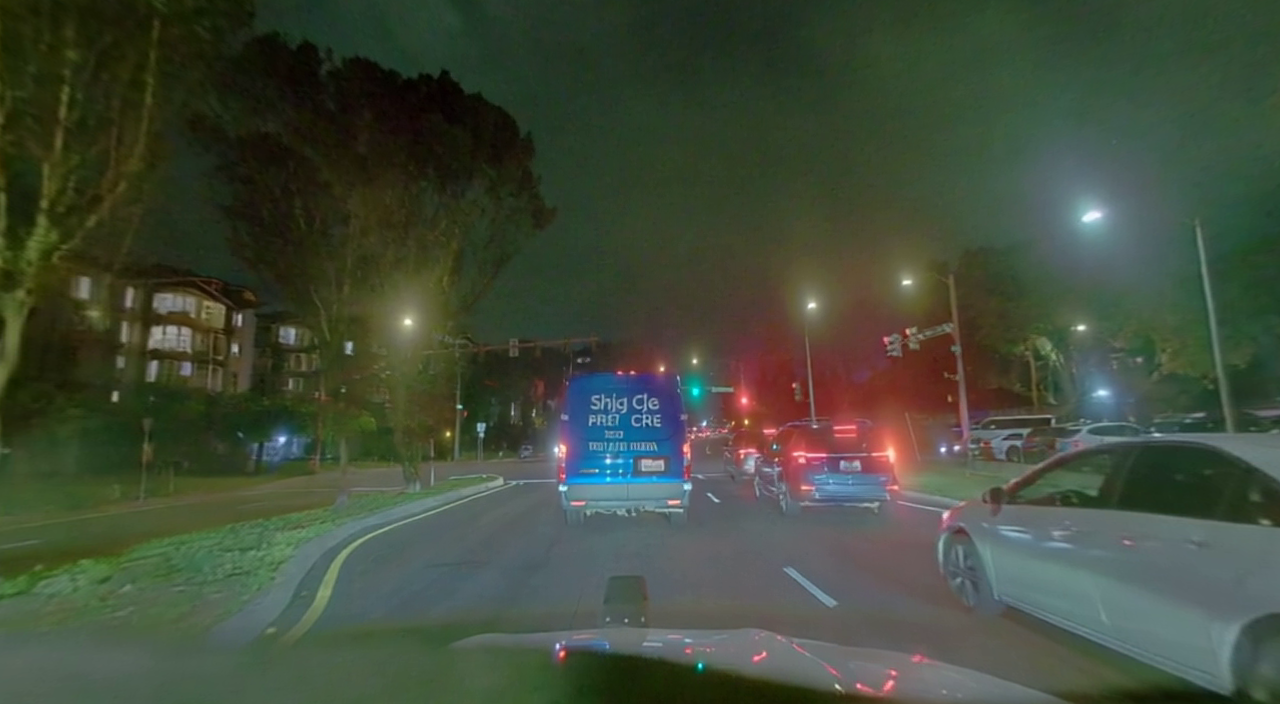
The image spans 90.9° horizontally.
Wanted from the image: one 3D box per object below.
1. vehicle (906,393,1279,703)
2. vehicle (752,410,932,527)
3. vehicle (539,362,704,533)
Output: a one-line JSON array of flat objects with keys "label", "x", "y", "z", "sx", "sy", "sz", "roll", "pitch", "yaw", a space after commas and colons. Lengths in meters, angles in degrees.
[{"label": "vehicle", "x": 3.455, "y": 1.074, "z": 3.568, "sx": 1.951, "sy": 1.483, "sz": 4.582, "roll": 0, "pitch": -8, "yaw": 1}, {"label": "vehicle", "x": 3.468, "y": 2.091, "z": 11.831, "sx": 1.965, "sy": 1.771, "sz": 4.295, "roll": 0, "pitch": -8, "yaw": 0}, {"label": "vehicle", "x": -0.178, "y": 1.757, "z": 11.833, "sx": 2.422, "sy": 2.488, "sz": 4.992, "roll": 0, "pitch": -8, "yaw": 2}]
